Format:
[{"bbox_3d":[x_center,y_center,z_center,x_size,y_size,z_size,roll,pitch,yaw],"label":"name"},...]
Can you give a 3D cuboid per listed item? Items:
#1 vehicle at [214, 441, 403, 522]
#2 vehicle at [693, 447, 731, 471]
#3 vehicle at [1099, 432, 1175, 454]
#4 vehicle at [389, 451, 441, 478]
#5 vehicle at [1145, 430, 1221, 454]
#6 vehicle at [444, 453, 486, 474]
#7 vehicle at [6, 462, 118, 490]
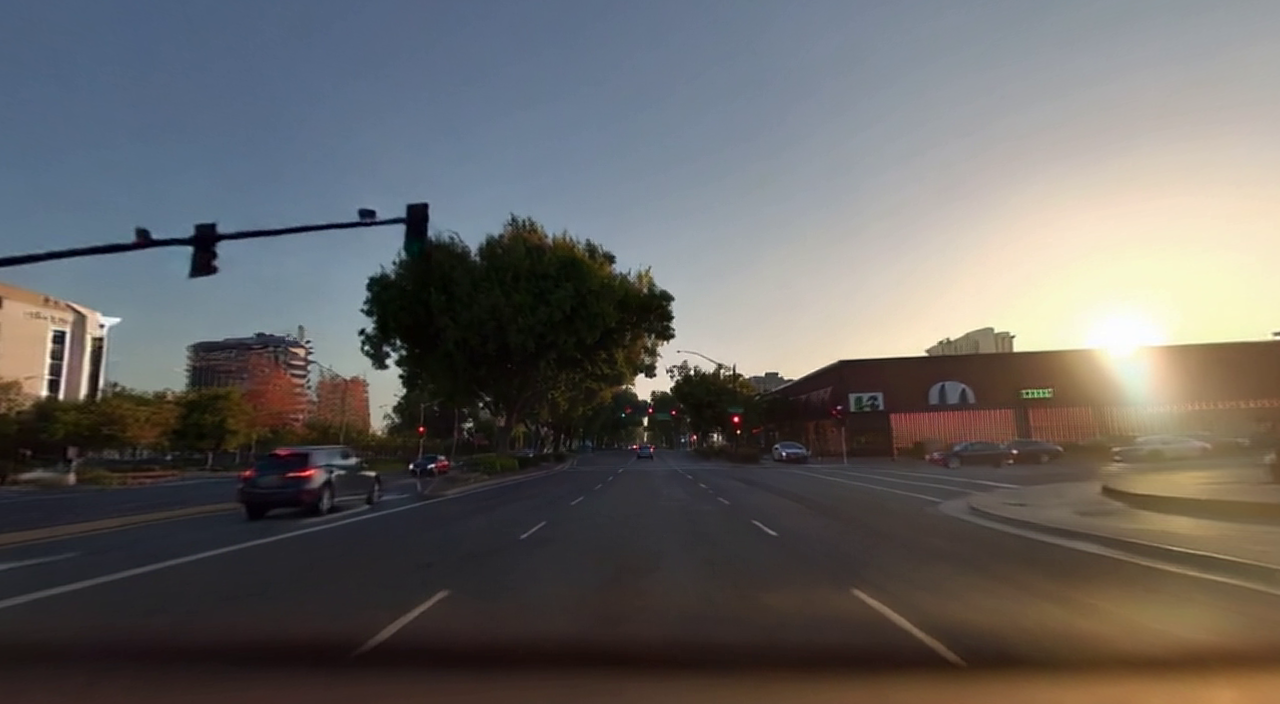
[{"bbox_3d":[-7.857,3.073,15.682,2.231,1.650,5.052,0,-9,-4],"label":"vehicle"},{"bbox_3d":[4.614,6.928,41.133,1.913,1.463,4.198,0,-9,-1],"label":"vehicle"},{"bbox_3d":[33.784,6.230,42.992,1.753,1.399,4.538,-1,-9,5],"label":"vehicle"},{"bbox_3d":[-16.744,8.340,47.189,2.072,1.862,4.948,0,-9,0],"label":"vehicle"},{"bbox_3d":[36.180,6.034,42.108,1.815,1.461,3.911,-1,-9,5],"label":"vehicle"},{"bbox_3d":[-13.257,8.494,48.103,1.847,1.424,4.521,0,-9,1],"label":"vehicle"},{"bbox_3d":[-34.058,7.289,37.223,4.520,1.524,2.075,0,-9,1],"label":"vehicle"}]
